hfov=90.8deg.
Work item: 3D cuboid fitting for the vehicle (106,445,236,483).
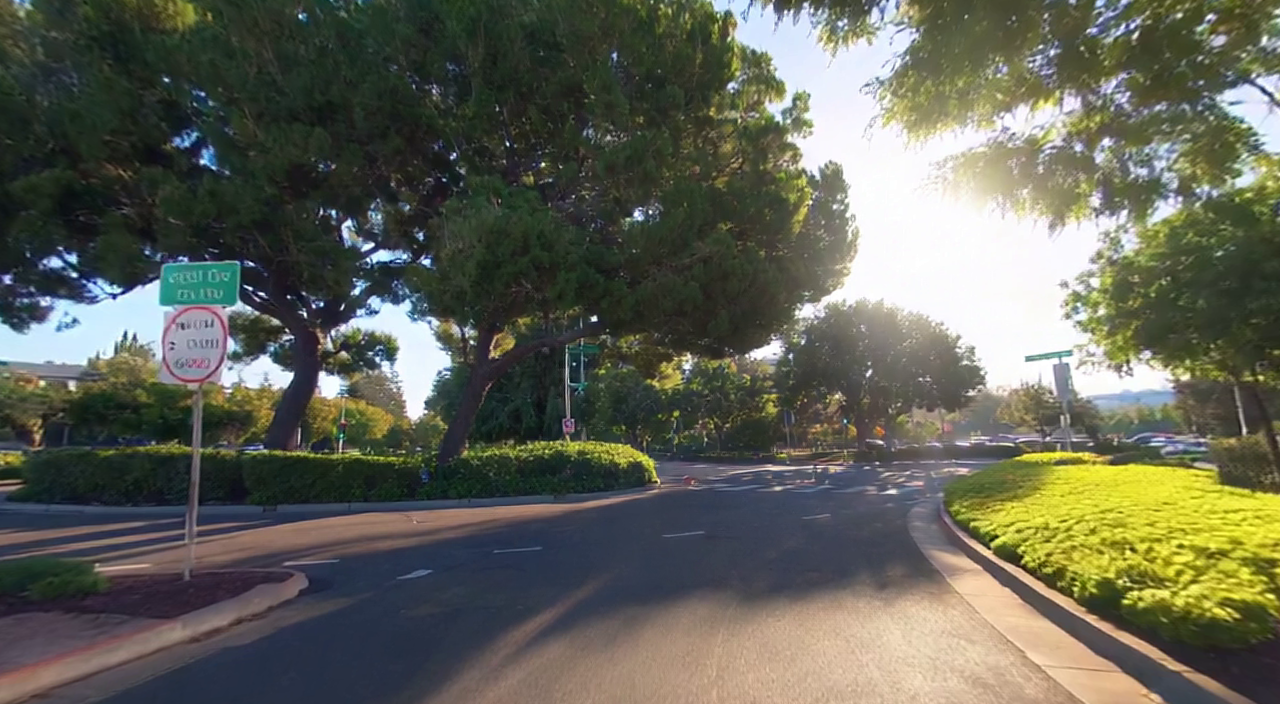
[{"bbox_3d":[-21.102,5.019,28.684,2.088,1.581,4.345,-2,-9,12],"label":"vehicle"}]

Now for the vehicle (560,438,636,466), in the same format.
[{"bbox_3d":[-2.717,6.390,40.280,4.490,1.672,2.019,-6,-10,33],"label":"vehicle"}]
